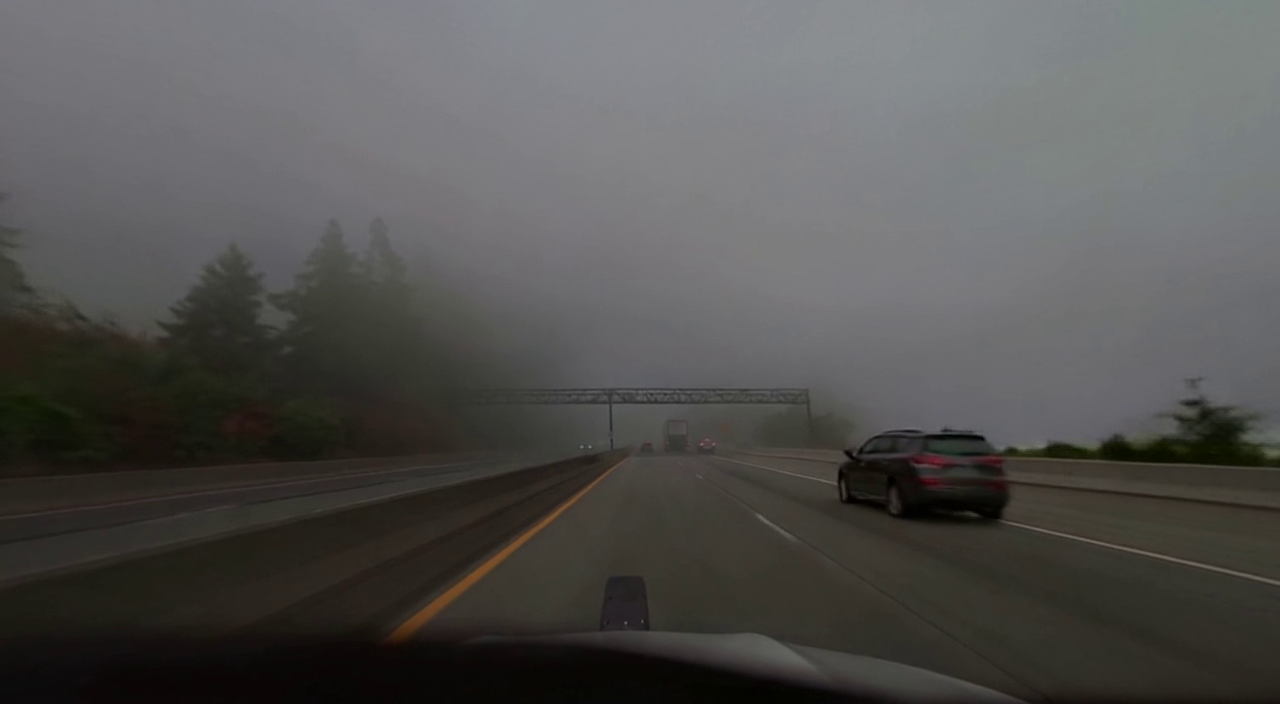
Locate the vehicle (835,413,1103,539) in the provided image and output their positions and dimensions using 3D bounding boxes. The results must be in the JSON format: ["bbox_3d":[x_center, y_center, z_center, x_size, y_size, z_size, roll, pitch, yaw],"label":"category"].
[{"bbox_3d":[4.729,1.841,9.921,1.954,1.550,4.140,0,-8,0],"label":"vehicle"}]
